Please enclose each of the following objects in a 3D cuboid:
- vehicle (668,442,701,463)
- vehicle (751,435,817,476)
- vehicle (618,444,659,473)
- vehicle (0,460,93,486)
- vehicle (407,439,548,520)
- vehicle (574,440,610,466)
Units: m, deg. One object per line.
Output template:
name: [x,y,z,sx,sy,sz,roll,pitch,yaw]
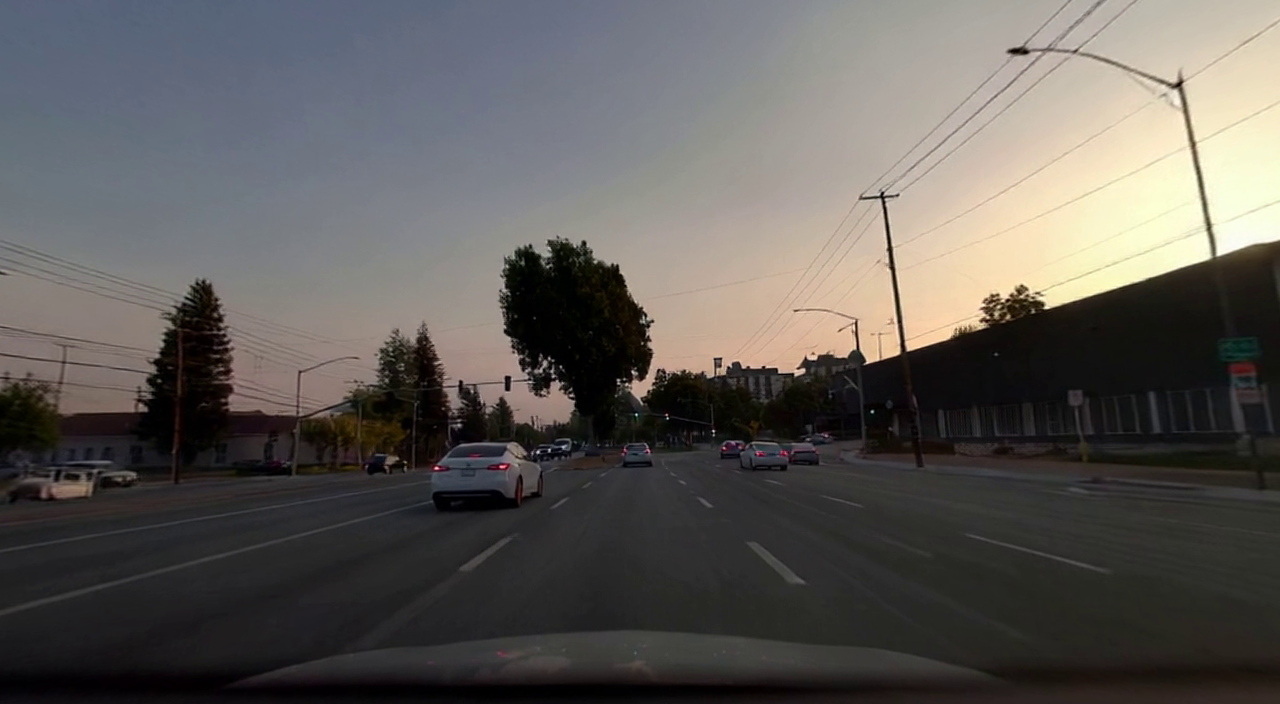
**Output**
vehicle: [3.260,7.454,47.035,1.987,1.515,4.521,0,-8,-1]
vehicle: [6.568,4.745,29.214,1.945,1.706,4.190,0,-8,-2]
vehicle: [-0.043,5.761,34.375,2.098,1.431,3.958,0,-8,1]
vehicle: [-40.171,8.171,42.730,4.488,1.463,1.905,-2,-8,-4]
vehicle: [-3.289,2.653,13.733,1.837,1.463,4.311,0,-8,1]
vehicle: [-3.277,7.044,44.075,2.033,1.714,4.278,0,-8,1]
